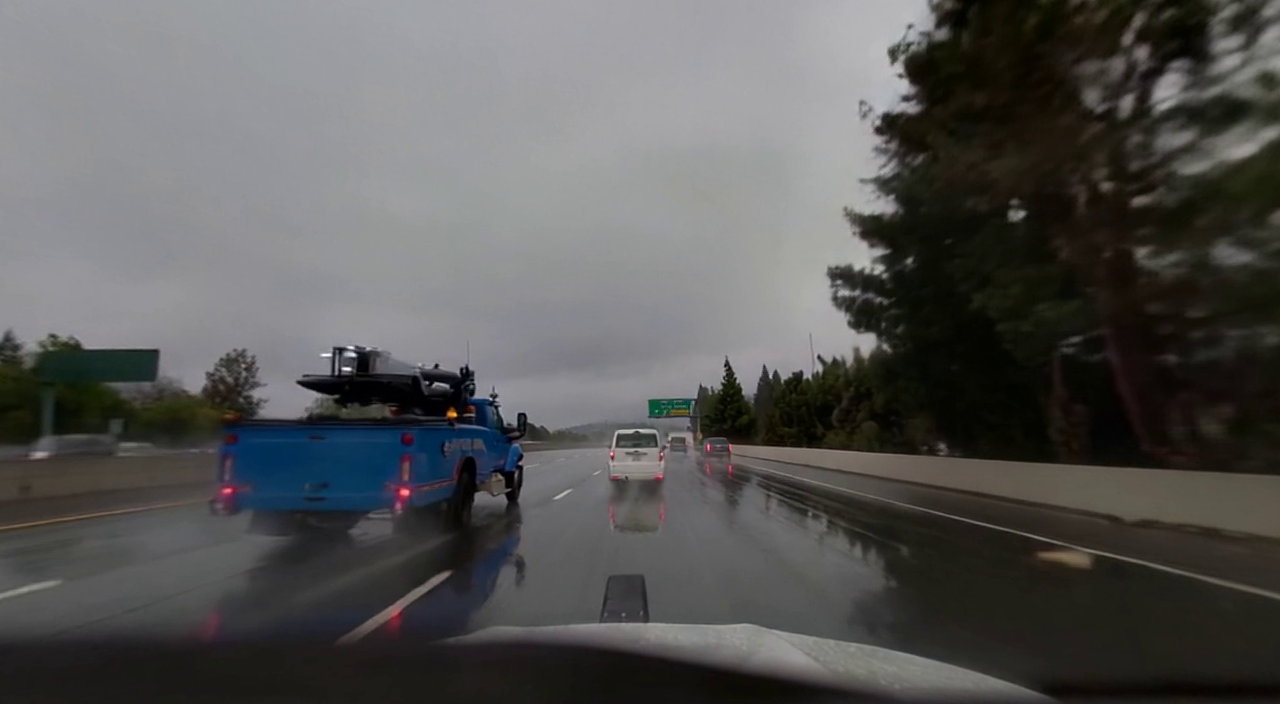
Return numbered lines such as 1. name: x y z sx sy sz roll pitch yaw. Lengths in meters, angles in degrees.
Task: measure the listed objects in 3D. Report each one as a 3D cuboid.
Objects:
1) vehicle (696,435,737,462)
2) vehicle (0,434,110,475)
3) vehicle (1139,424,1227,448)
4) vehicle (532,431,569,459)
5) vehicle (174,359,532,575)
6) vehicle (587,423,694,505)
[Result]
1. vehicle: 4.840 6.167 40.225 2.079 1.656 4.506 0 -8 0
2. vehicle: -24.254 4.082 25.295 1.791 1.480 4.430 0 -8 1
3. vehicle: 37.711 5.856 43.637 4.326 1.638 1.967 0 -8 -2
4. vehicle: -6.583 6.915 46.856 2.036 1.958 4.378 0 -8 1
5. vehicle: -3.328 1.536 9.100 2.526 2.146 5.594 0 -8 0
6. vehicle: 0.033 2.608 15.087 2.165 1.653 4.456 0 -8 1
